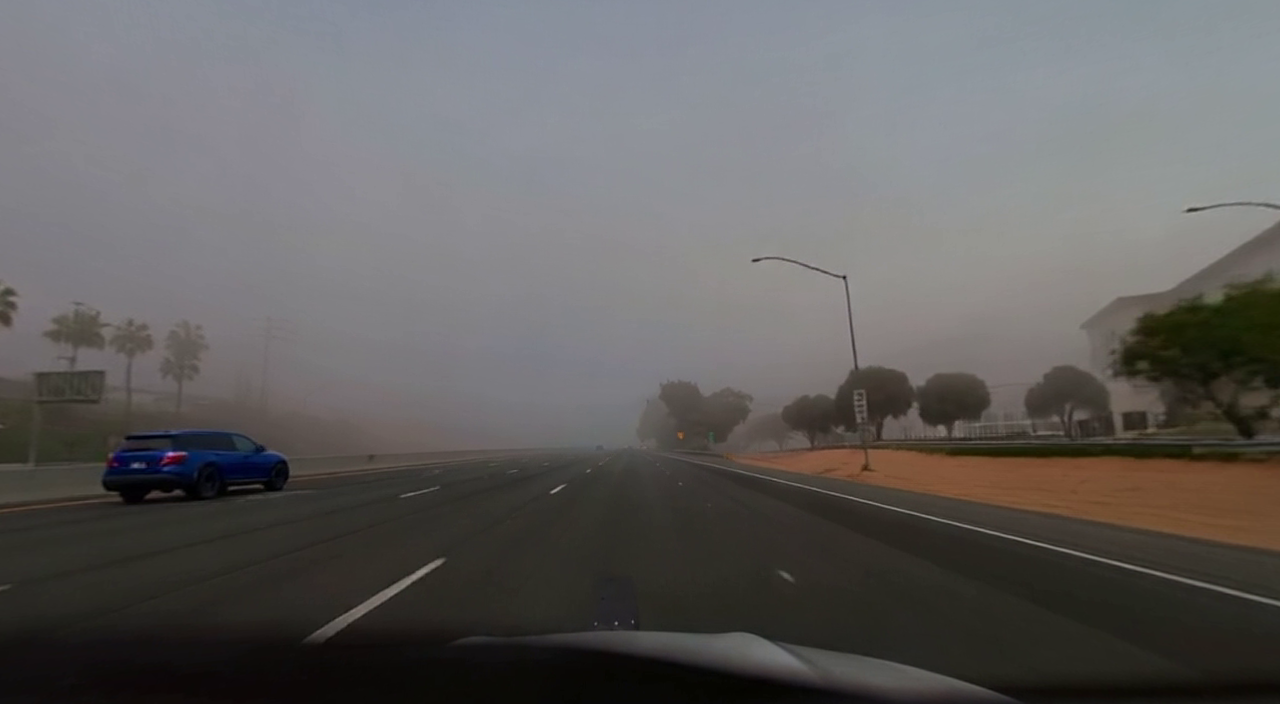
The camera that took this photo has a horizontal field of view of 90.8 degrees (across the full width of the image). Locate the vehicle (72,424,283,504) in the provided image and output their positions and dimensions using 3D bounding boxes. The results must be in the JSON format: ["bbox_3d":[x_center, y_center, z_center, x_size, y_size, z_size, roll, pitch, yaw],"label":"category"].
[{"bbox_3d":[-11.571,2.819,16.335,2.016,1.754,4.543,0,-8,0],"label":"vehicle"}]
